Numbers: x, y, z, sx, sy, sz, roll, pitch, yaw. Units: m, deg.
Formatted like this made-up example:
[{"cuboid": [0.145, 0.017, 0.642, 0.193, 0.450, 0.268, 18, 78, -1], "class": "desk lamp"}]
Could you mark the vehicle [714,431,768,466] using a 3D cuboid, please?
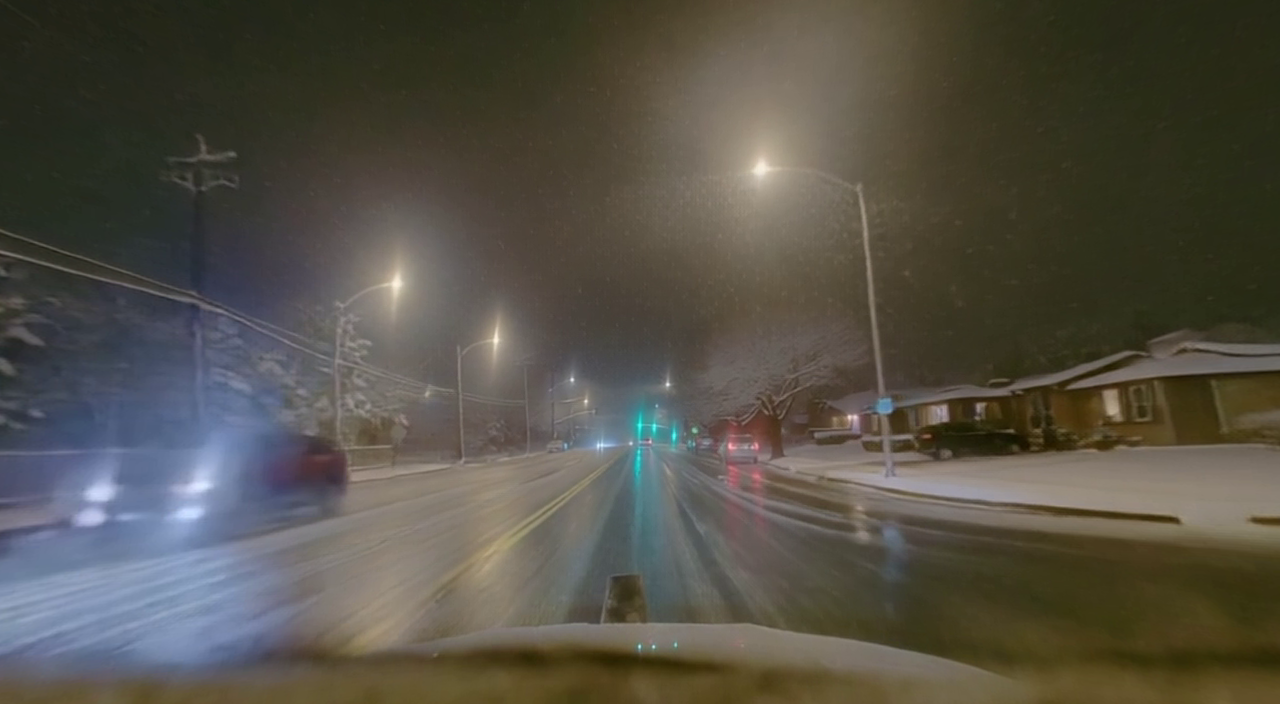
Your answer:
[{"cuboid": [5.395, 5.217, 34.125, 2.140, 1.739, 4.721, 0, -8, 0], "class": "vehicle"}]

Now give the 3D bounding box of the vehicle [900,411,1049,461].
[{"cuboid": [13.400, 3.398, 25.347, 4.674, 1.557, 2.288, -4, -8, -6], "class": "vehicle"}]

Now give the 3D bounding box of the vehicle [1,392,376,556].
[{"cuboid": [-7.652, 2.160, 11.977, 2.413, 2.267, 6.252, 0, -8, 1], "class": "vehicle"}]
